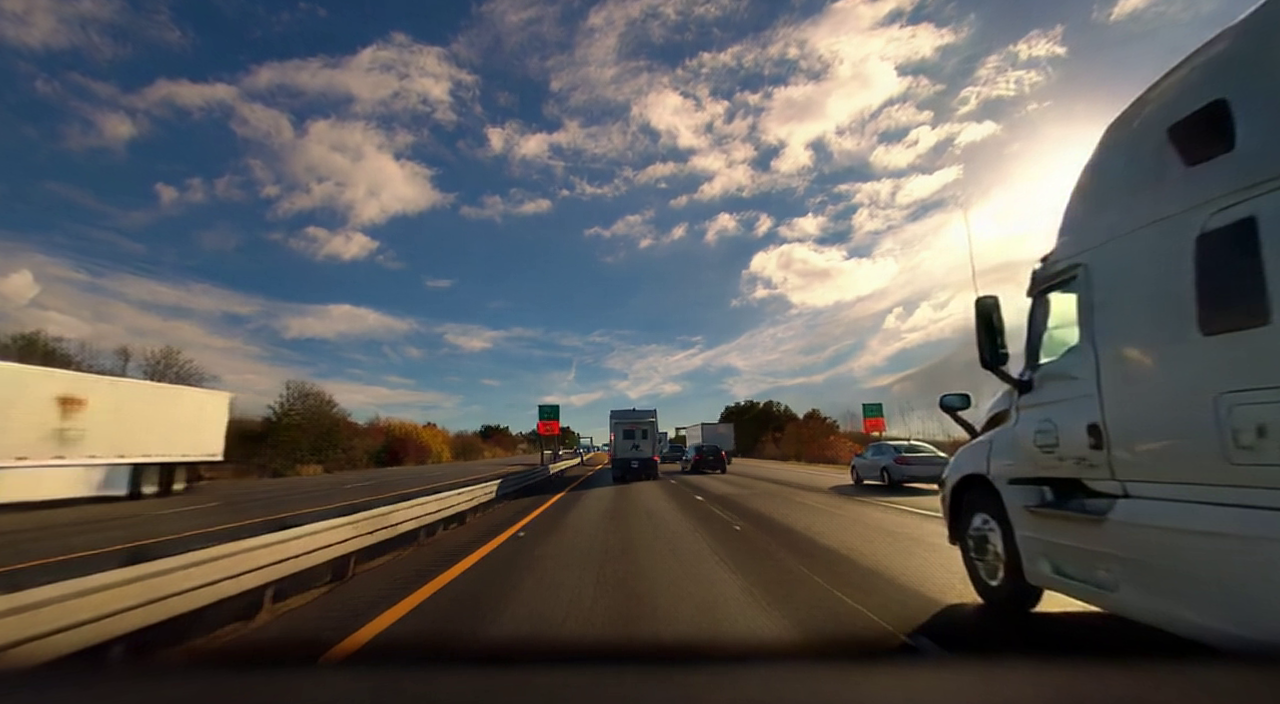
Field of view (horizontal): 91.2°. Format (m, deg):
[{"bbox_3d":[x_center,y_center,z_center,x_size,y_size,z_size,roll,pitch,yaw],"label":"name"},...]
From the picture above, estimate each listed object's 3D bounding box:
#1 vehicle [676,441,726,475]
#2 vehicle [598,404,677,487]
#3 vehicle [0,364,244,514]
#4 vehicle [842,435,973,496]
[{"bbox_3d":[3.122,5.541,32.997,2.127,1.642,3.899,0,-9,-1],"label":"vehicle"},{"bbox_3d":[0.076,3.583,24.053,2.506,2.743,6.093,-1,-9,5],"label":"vehicle"},{"bbox_3d":[-17.859,3.007,21.460,2.923,4.093,8.576,0,-9,-1],"label":"vehicle"},{"bbox_3d":[7.475,3.210,17.987,1.988,1.534,3.763,0,-9,-1],"label":"vehicle"}]
